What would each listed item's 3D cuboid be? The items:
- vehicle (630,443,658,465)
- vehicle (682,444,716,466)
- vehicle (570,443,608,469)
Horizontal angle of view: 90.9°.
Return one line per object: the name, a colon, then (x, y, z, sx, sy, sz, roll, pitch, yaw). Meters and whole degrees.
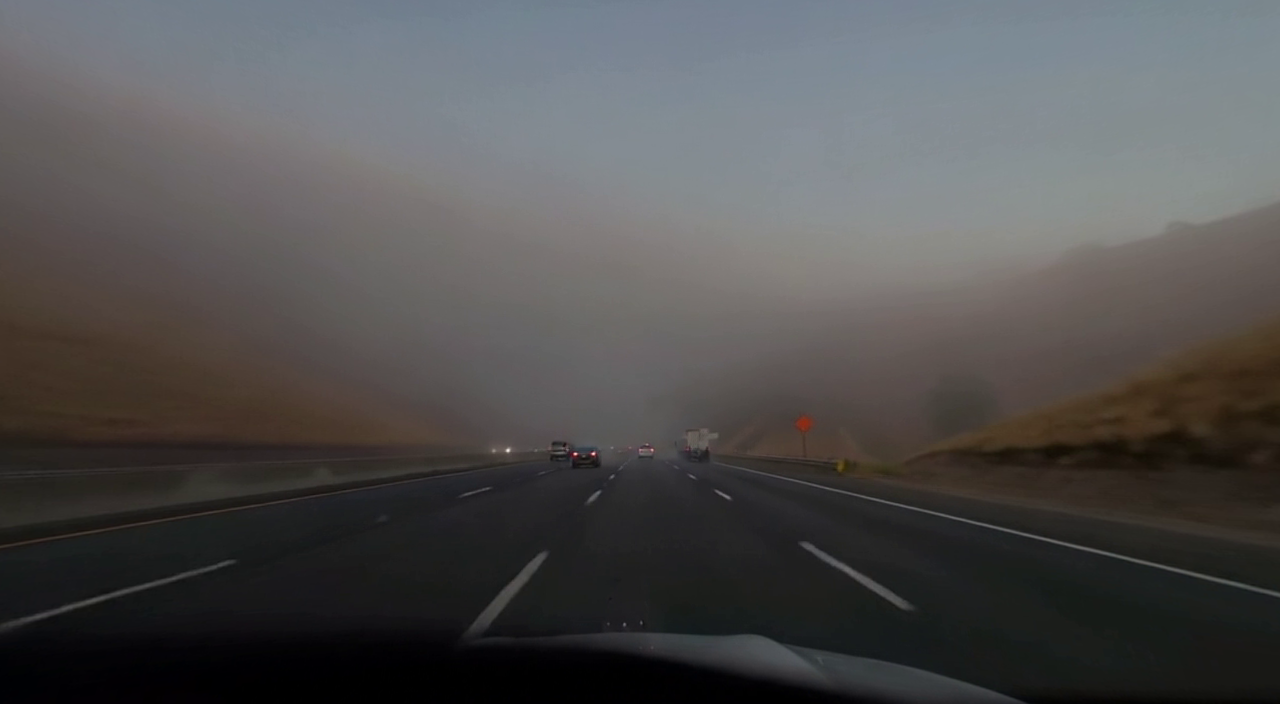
vehicle: (0.275, 7.683, 47.531, 2.031, 1.566, 3.904, 0, -8, 0)
vehicle: (4.362, 7.699, 47.281, 2.027, 1.525, 4.348, 0, -8, -1)
vehicle: (-3.311, 6.798, 41.455, 2.091, 1.552, 4.516, 0, -8, 0)
